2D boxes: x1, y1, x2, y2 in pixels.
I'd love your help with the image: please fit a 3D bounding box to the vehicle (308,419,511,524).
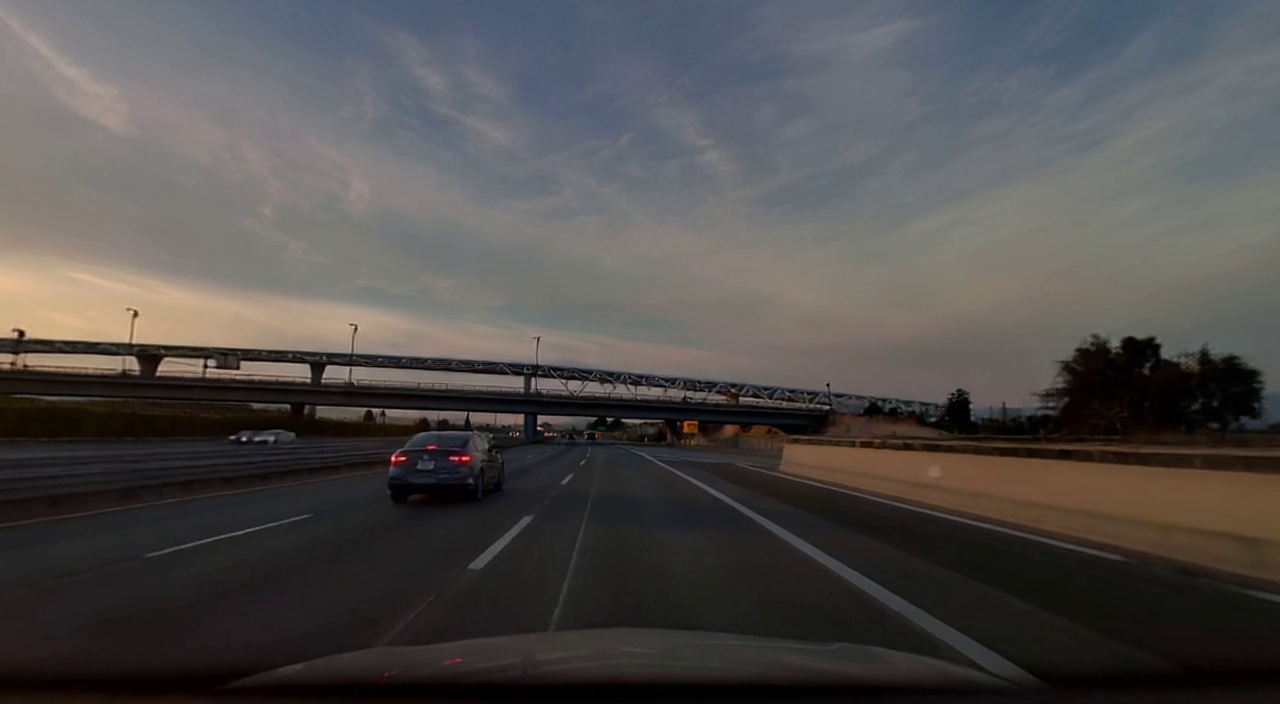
[{"bbox_3d":[-4.062,2.183,12.168,2.123,1.601,4.887,0,-8,-1],"label":"vehicle"}]
